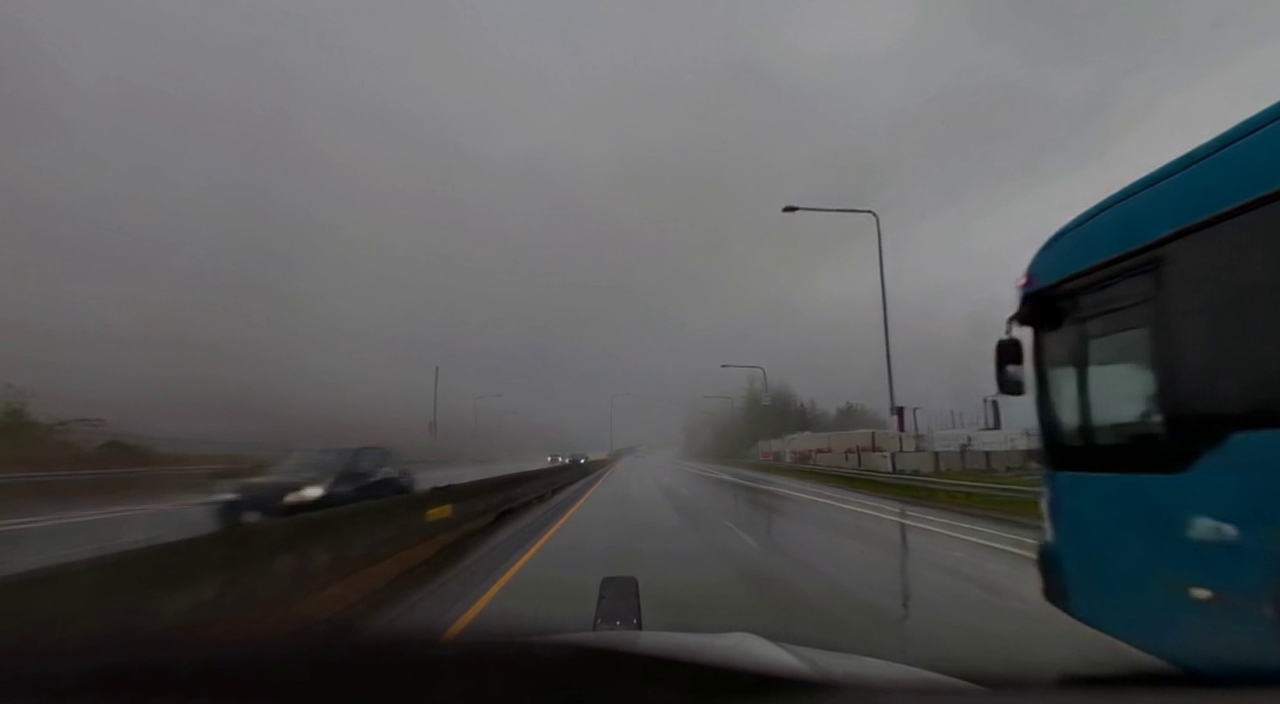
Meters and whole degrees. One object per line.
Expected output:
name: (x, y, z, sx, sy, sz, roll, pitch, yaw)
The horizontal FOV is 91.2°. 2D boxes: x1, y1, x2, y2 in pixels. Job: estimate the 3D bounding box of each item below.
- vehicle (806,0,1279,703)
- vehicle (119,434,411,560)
vehicle: (3.816, -0.719, 0.562, 3.277, 4.084, 14.213, 1, -9, -1)
vehicle: (-5.474, 2.145, 10.030, 1.977, 1.530, 4.328, 0, -9, 0)
